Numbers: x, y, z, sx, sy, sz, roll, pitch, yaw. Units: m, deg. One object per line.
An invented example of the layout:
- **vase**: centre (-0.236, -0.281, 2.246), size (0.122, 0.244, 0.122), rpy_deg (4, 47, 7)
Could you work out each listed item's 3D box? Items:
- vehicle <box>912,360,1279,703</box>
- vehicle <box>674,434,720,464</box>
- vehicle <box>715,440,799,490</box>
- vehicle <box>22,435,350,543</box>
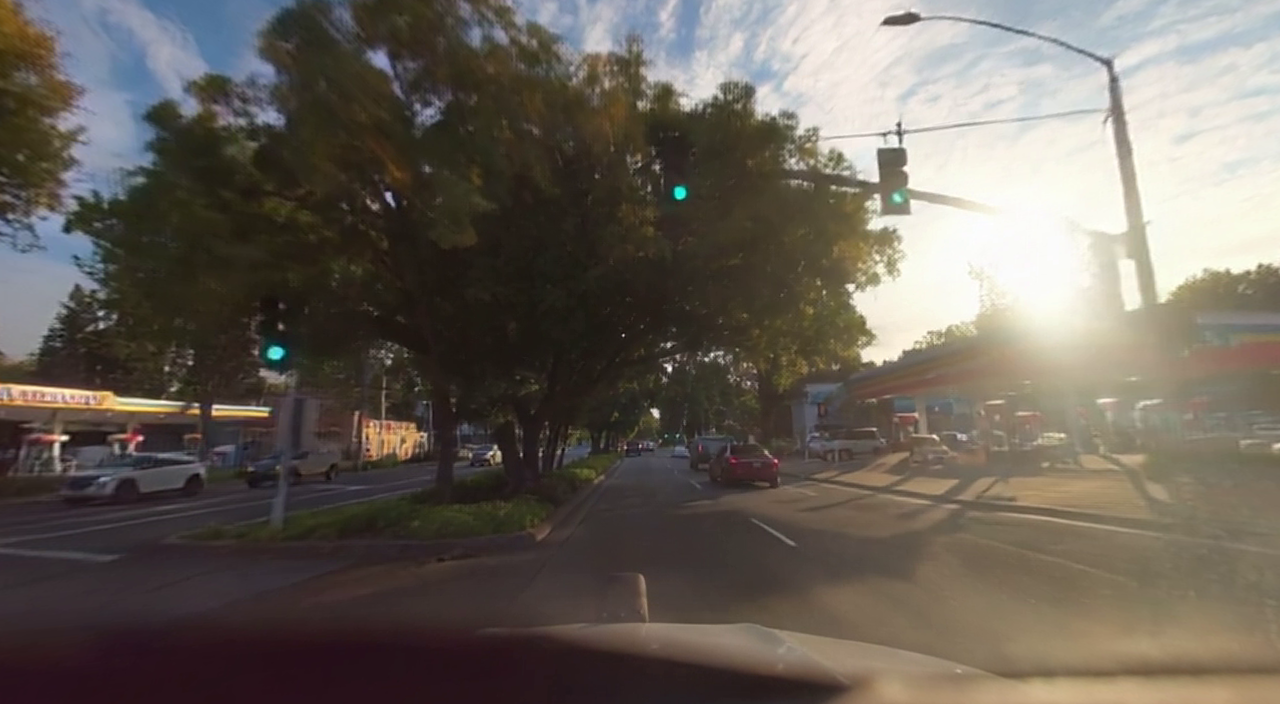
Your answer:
- **vehicle**: centre (3.814, 1.061, 4.089), size (1.875, 1.665, 4.931), rpy_deg (0, -8, 0)
- **vehicle**: centre (3.837, 6.705, 43.671), size (2.611, 1.983, 5.165), rpy_deg (0, -8, -1)
- **vehicle**: centre (3.720, 3.640, 20.713), size (1.871, 1.442, 4.122), rpy_deg (0, -8, -1)
- **vehicle**: centre (-8.285, 2.484, 12.419), size (2.842, 1.476, 4.980), rpy_deg (-3, -7, 0)
